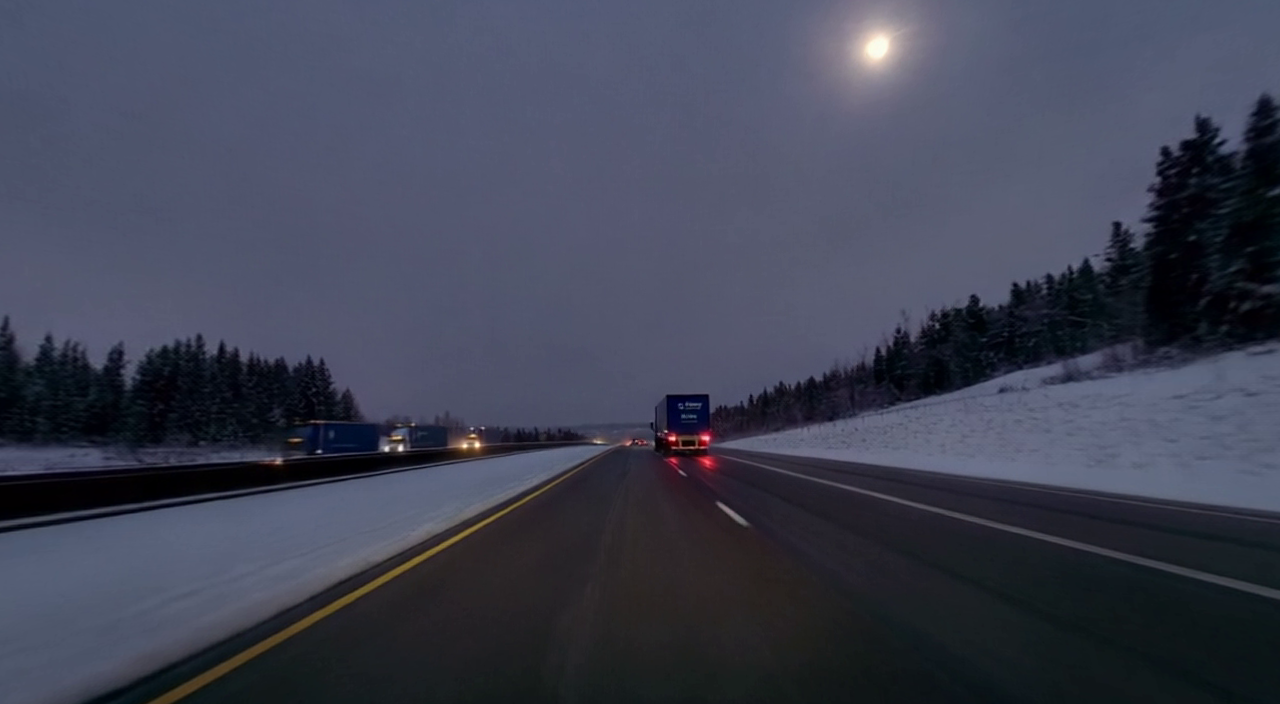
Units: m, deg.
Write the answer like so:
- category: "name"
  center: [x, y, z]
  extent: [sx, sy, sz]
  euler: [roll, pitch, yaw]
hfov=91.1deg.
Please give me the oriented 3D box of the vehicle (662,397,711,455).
- category: "vehicle"
  center: [3.275, 5.572, 46.603]
  extent: [2.888, 3.866, 8.380]
  euler: [0, -8, -1]

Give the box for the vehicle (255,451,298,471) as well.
- category: "vehicle"
  center: [-28.356, 8.500, 49.202]
  extent: [1.833, 1.425, 4.295]
  euler: [2, -8, -16]
